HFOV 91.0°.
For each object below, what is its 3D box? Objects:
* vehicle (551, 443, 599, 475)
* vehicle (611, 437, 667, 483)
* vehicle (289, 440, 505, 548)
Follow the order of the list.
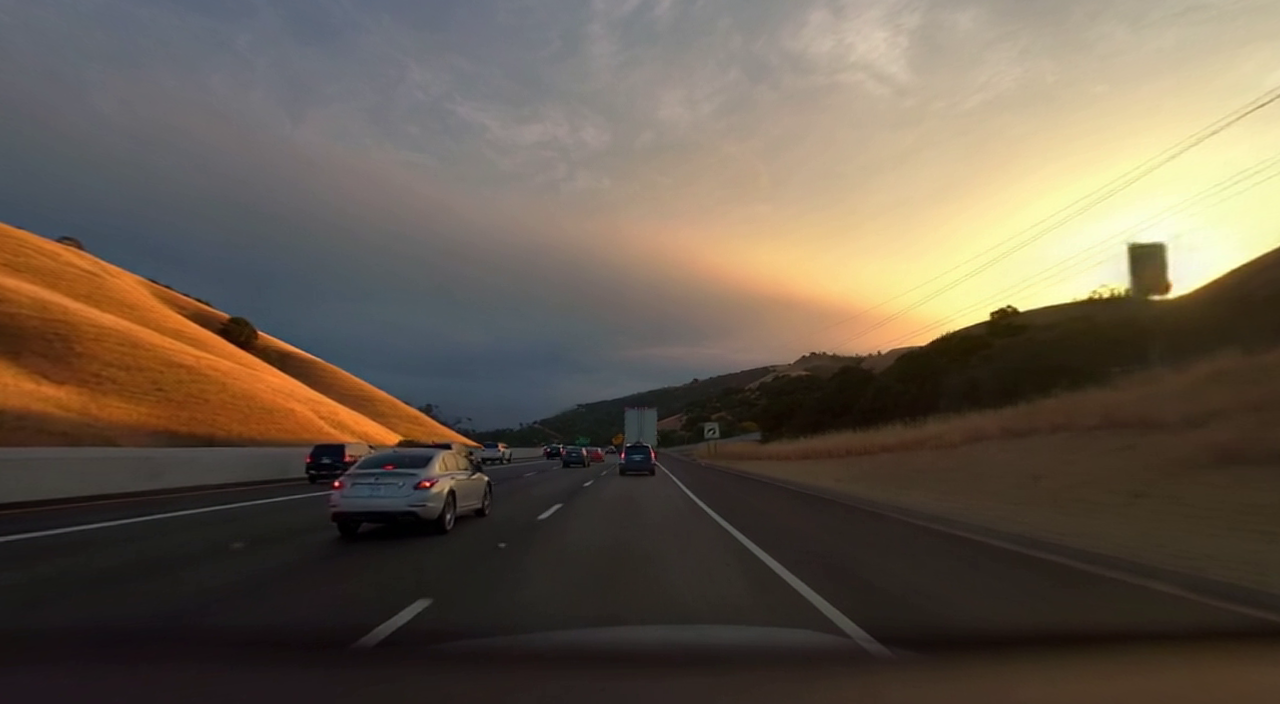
[{"bbox_3d":[-3.596,6.031,35.696,2.155,1.661,4.477,1,-8,1],"label":"vehicle"},{"bbox_3d":[-0.046,4.713,27.809,2.281,1.795,4.297,1,-8,0],"label":"vehicle"},{"bbox_3d":[-3.911,2.332,11.167,1.943,1.468,4.547,1,-8,1],"label":"vehicle"}]
